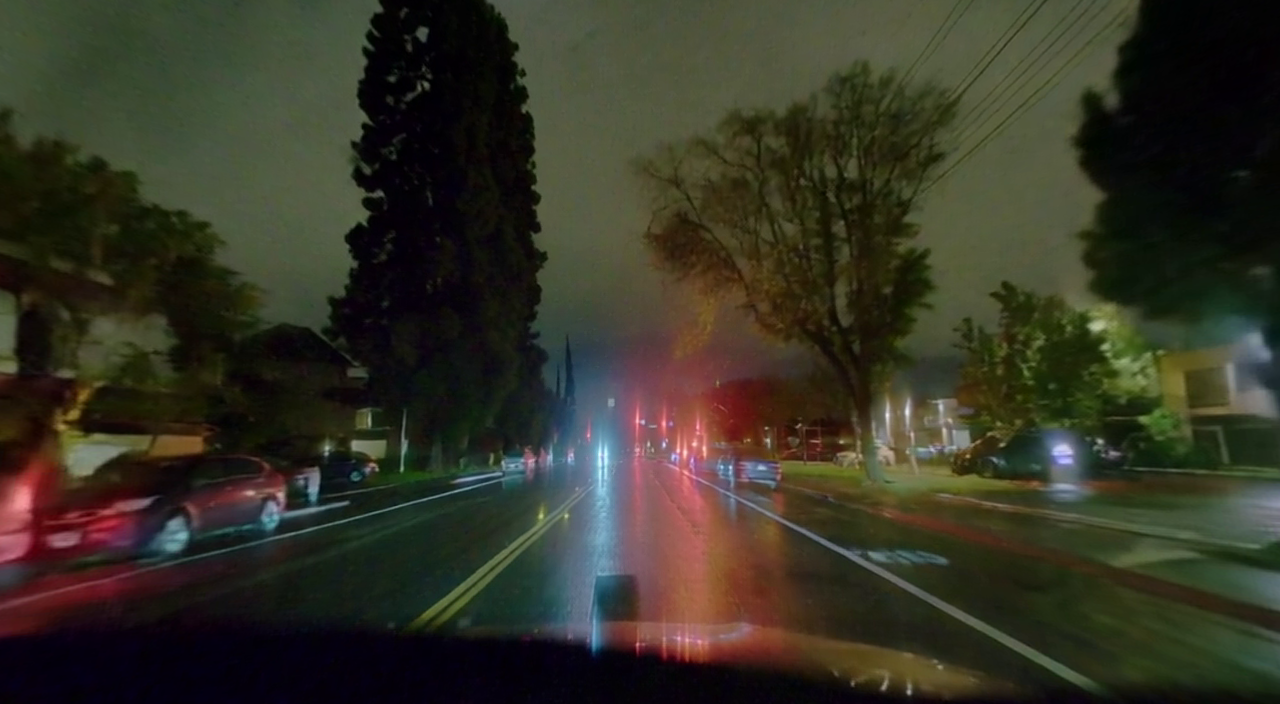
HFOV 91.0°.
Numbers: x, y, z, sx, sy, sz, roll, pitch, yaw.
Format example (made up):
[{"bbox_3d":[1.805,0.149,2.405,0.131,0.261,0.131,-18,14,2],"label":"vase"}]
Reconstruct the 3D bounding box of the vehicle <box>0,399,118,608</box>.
[{"bbox_3d":[-7.377,1.191,4.267,2.613,1.959,5.843,0,-8,0],"label":"vehicle"}]

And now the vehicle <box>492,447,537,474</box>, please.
[{"bbox_3d":[-7.717,6.666,38.886,1.976,1.554,3.654,-1,-8,1],"label":"vehicle"}]

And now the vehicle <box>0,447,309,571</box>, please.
[{"bbox_3d":[-7.275,2.269,9.959,1.917,1.505,4.087,0,-8,-2],"label":"vehicle"}]

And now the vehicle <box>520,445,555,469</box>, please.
[{"bbox_3d":[-7.697,7.873,47.450,1.994,1.718,4.518,0,-8,-2],"label":"vehicle"}]

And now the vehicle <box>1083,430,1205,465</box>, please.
[{"bbox_3d":[25.369,4.833,31.825,4.196,1.609,2.157,-1,-9,2],"label":"vehicle"}]

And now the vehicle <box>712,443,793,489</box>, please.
[{"bbox_3d":[3.904,4.048,22.763,2.005,1.466,4.767,0,-8,0],"label":"vehicle"}]

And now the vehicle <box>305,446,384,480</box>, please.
[{"bbox_3d":[-14.359,5.397,30.863,1.921,1.518,3.799,-1,-8,2],"label":"vehicle"}]

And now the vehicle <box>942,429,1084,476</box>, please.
[{"bbox_3d":[12.646,3.423,21.482,3.731,1.491,1.678,0,-8,-1],"label":"vehicle"}]
